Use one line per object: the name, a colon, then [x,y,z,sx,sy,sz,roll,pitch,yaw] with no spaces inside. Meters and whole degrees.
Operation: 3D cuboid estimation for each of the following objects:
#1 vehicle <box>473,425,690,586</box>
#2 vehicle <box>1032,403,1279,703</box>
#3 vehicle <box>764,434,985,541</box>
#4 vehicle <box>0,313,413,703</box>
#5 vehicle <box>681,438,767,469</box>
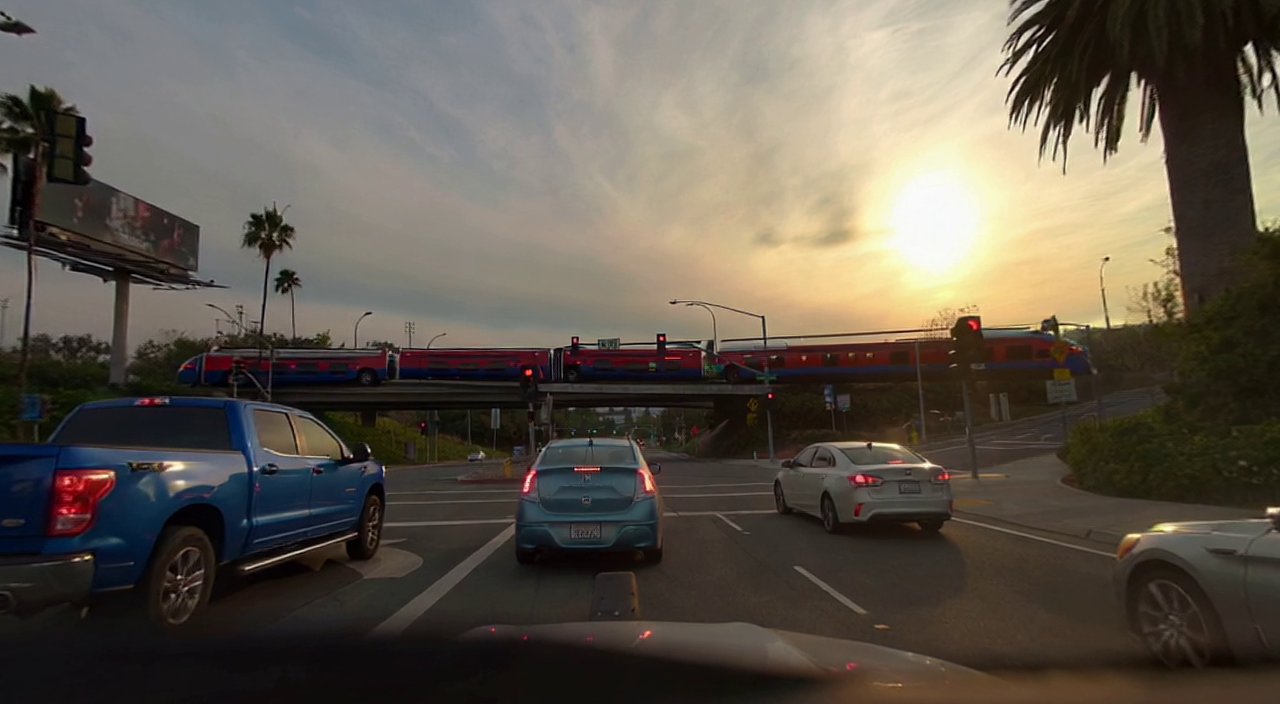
vehicle: [-0.645,1.749,8.064,2.035,1.491,4.090,0,-9,-3]
vehicle: [3.873,0.892,2.211,2.052,1.496,4.541,0,-9,0]
vehicle: [3.682,2.209,10.989,1.965,1.448,4.486,0,-9,-2]
vehicle: [-3.796,1.103,4.942,2.078,1.838,5.448,0,-9,-1]
vehicle: [4.160,5.110,31.991,1.878,1.428,4.416,5,-10,-32]
